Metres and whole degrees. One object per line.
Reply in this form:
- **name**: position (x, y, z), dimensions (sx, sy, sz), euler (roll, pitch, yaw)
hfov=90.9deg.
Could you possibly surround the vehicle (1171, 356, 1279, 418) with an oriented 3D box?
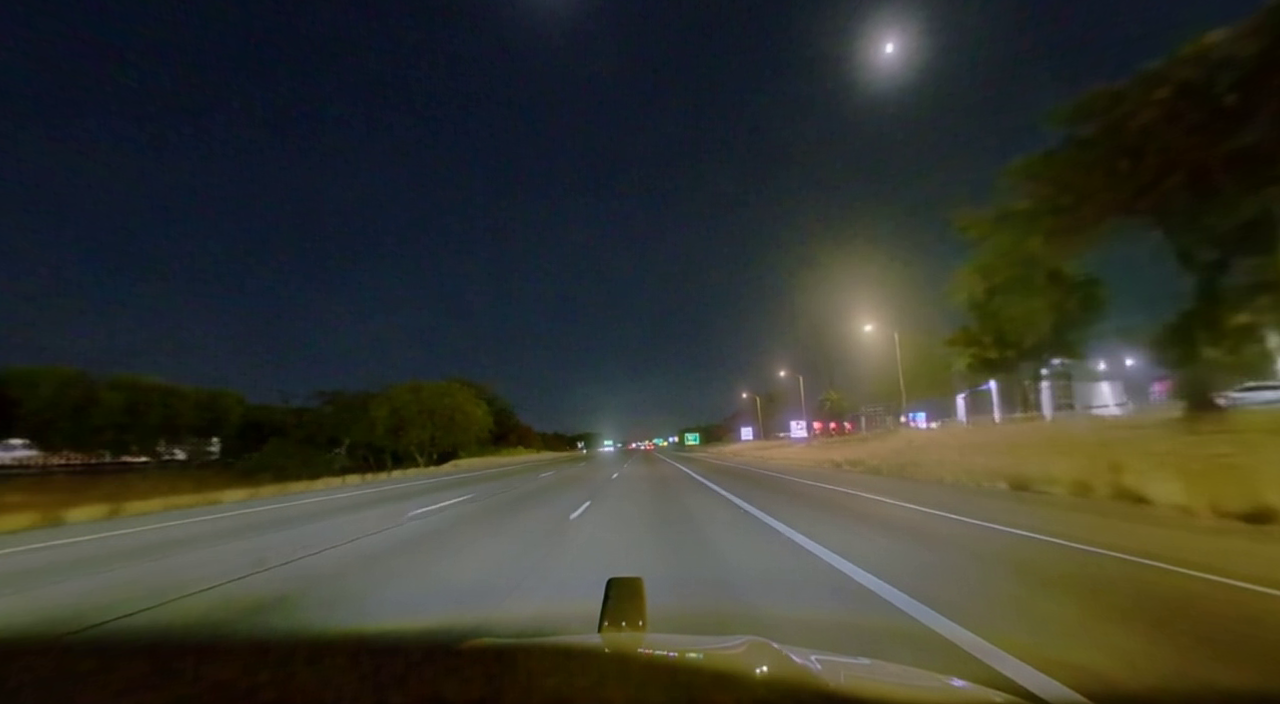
- **vehicle**: position (18.082, 0.974, 17.774), dimensions (4.366, 1.571, 1.844), euler (-5, -9, 28)

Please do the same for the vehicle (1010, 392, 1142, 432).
- **vehicle**: position (18.514, 2.619, 27.070), dimensions (4.331, 1.505, 1.792), euler (-4, -9, 26)
